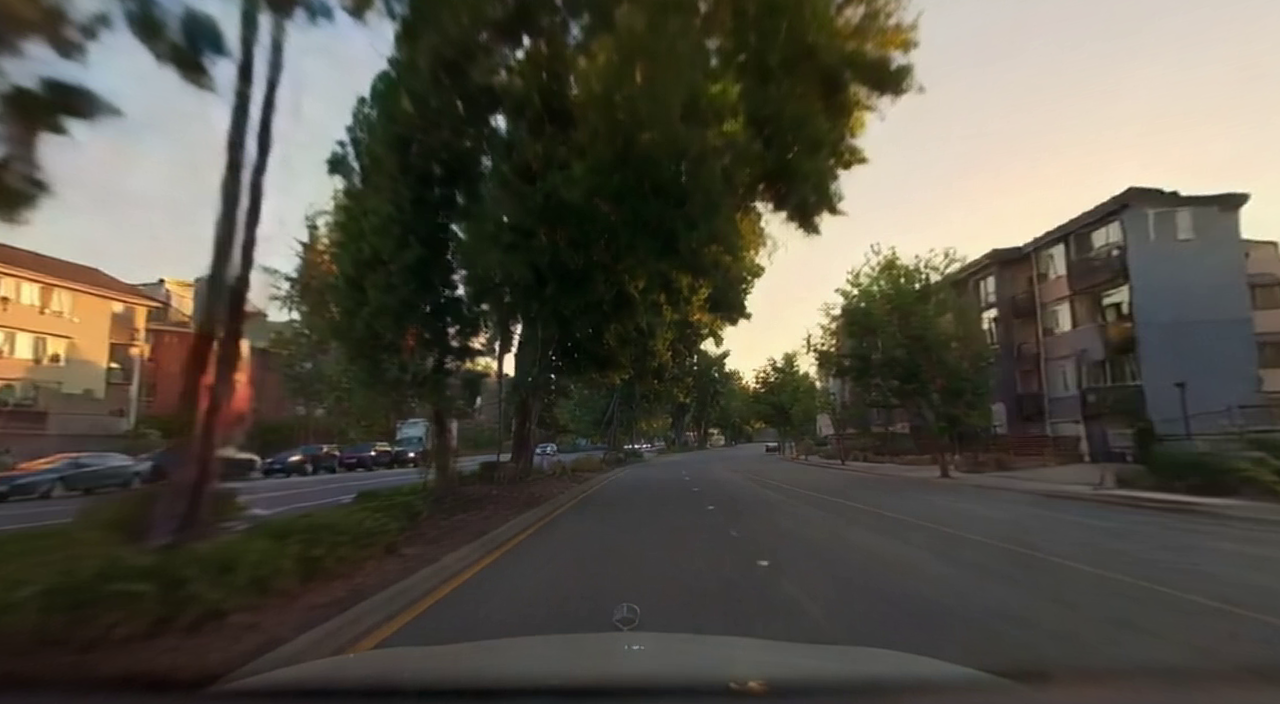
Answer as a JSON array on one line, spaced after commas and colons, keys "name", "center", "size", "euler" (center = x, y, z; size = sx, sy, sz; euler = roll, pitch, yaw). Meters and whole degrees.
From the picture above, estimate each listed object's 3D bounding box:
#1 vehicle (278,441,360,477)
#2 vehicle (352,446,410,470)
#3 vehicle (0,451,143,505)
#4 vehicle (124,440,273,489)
[{"name": "vehicle", "center": [-18.147, 6.055, 36.004], "size": [2.001, 1.836, 4.746], "euler": [-1, -9, 2]}, {"name": "vehicle", "center": [-17.550, 7.224, 43.023], "size": [1.808, 1.531, 4.366], "euler": [-1, -10, 4]}, {"name": "vehicle", "center": [-18.778, 3.995, 20.319], "size": [1.880, 1.457, 4.487], "euler": [-3, -8, 1]}, {"name": "vehicle", "center": [-18.393, 4.710, 26.776], "size": [2.295, 1.809, 5.236], "euler": [-2, -9, 4]}]
